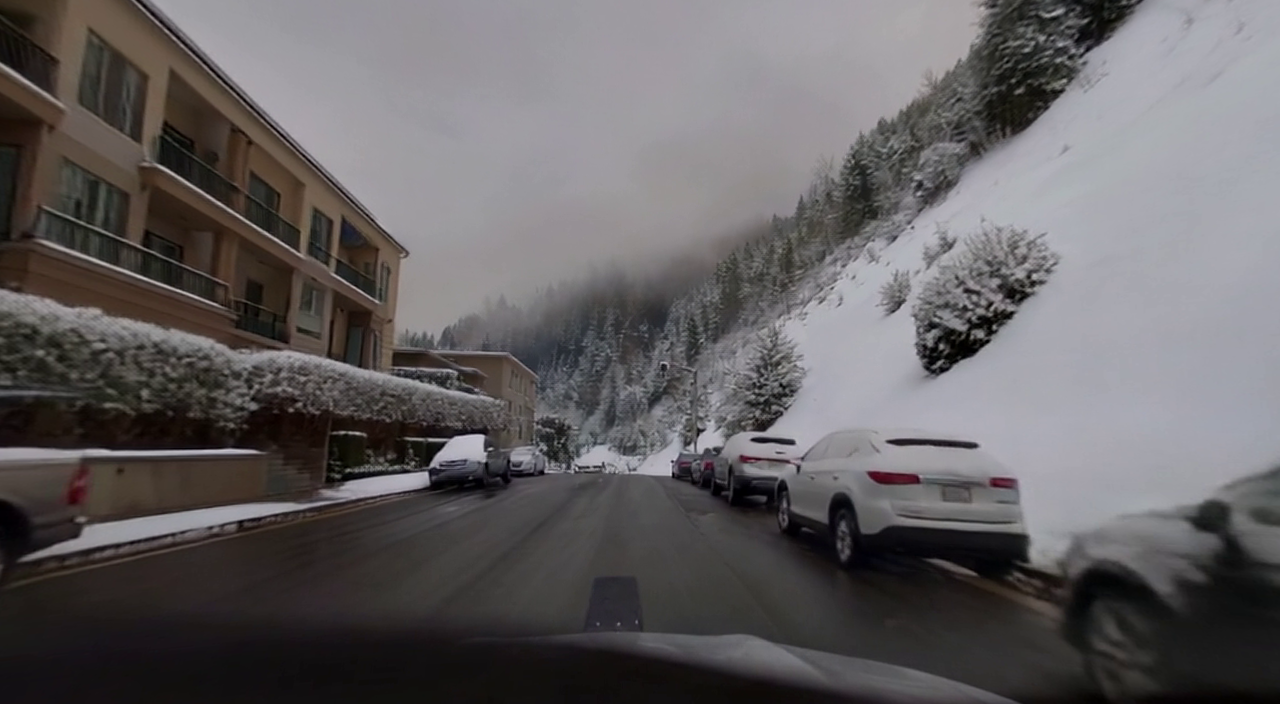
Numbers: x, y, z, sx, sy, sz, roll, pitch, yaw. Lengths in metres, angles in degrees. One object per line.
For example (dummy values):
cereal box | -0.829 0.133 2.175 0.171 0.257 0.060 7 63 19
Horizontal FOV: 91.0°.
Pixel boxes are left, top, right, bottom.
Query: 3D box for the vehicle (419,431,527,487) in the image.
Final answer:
vehicle | -6.429 4.299 25.229 2.692 1.949 5.948 0 -10 0

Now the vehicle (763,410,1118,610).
vehicle | 2.988 1.643 7.528 1.948 1.669 4.242 1 -8 -3

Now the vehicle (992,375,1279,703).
vehicle | 3.220 0.812 1.655 1.926 1.602 4.433 0 -8 -1

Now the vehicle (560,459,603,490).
vehicle | -3.364 7.314 37.307 2.102 1.621 4.627 0 -13 0

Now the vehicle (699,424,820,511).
vehicle | 2.753 2.801 15.786 2.072 1.830 4.744 0 -8 0

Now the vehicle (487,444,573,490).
vehicle | -3.899 4.139 23.106 1.856 1.474 4.522 -1 -8 7

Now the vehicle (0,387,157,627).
vehicle | -6.160 1.005 3.523 2.374 1.843 5.638 0 -8 1
